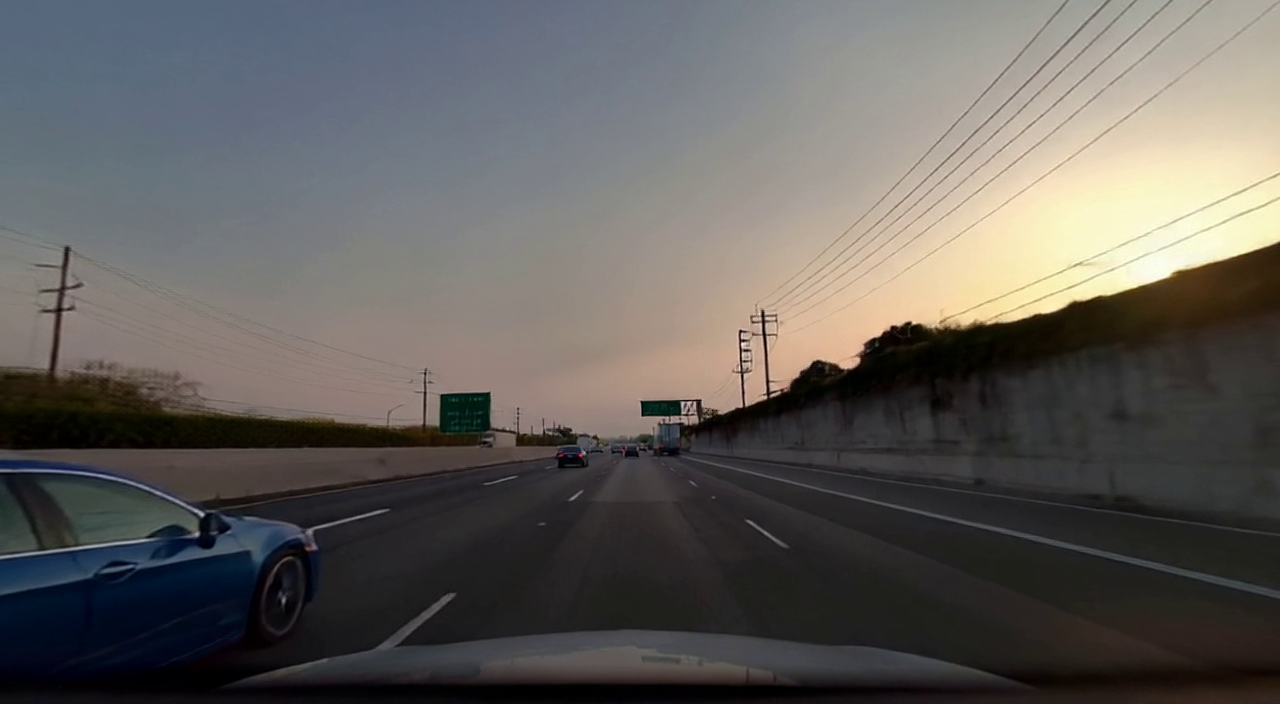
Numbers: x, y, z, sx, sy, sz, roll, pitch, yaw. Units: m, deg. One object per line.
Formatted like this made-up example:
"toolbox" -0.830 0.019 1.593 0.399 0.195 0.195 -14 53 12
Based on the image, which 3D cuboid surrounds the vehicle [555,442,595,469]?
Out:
"vehicle" -3.886 6.288 38.370 2.009 1.533 4.175 0 -9 0
